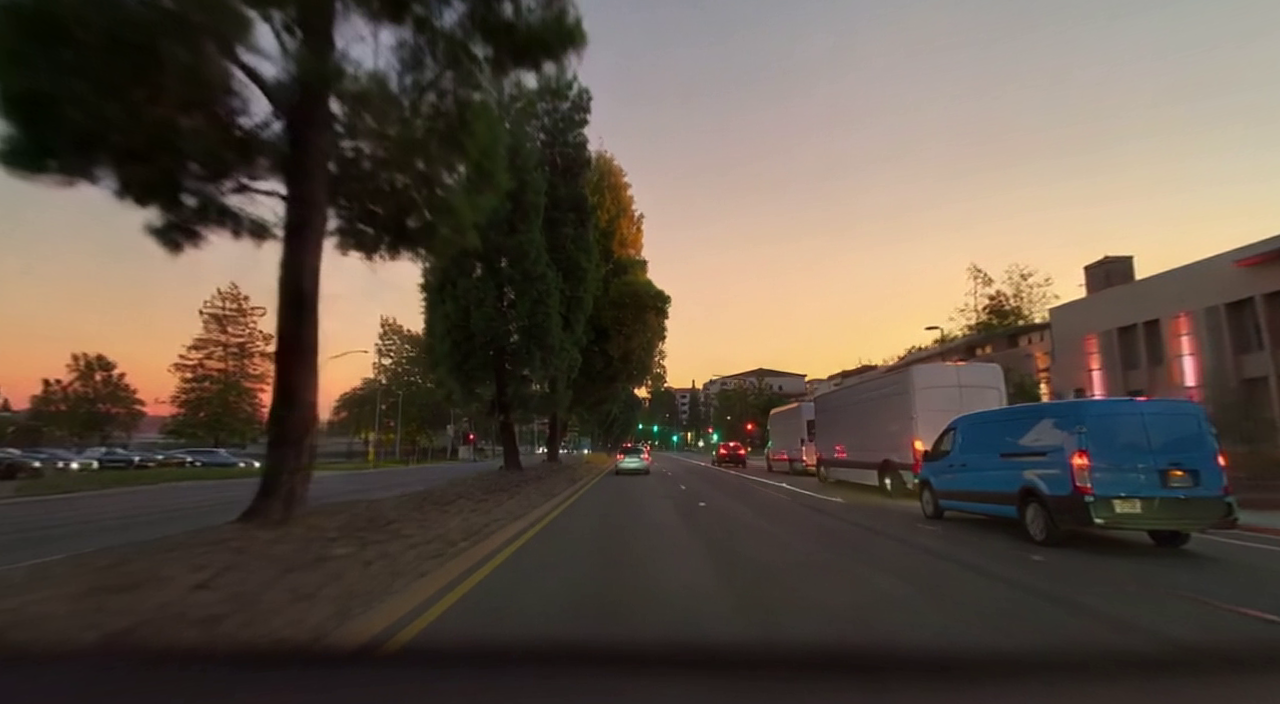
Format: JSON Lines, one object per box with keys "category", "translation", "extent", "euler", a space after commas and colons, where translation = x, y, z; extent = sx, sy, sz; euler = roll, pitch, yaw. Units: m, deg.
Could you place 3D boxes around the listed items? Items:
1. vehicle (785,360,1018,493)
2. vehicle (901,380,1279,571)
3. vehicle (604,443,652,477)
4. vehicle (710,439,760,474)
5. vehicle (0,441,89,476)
{"category": "vehicle", "translation": [10.020, 3.514, 28.038], "extent": [2.960, 4.109, 16.764], "euler": [0, -8, -1]}
{"category": "vehicle", "translation": [6.644, 1.778, 9.935], "extent": [2.573, 2.127, 5.568], "euler": [0, -8, -1]}
{"category": "vehicle", "translation": [-0.535, 5.025, 29.593], "extent": [2.095, 1.456, 3.873], "euler": [0, -8, -1]}
{"category": "vehicle", "translation": [4.932, 5.458, 33.277], "extent": [2.047, 1.711, 4.265], "euler": [0, -8, 1]}
{"category": "vehicle", "translation": [-29.241, 4.955, 29.682], "extent": [4.624, 1.556, 2.207], "euler": [0, -8, 0]}
